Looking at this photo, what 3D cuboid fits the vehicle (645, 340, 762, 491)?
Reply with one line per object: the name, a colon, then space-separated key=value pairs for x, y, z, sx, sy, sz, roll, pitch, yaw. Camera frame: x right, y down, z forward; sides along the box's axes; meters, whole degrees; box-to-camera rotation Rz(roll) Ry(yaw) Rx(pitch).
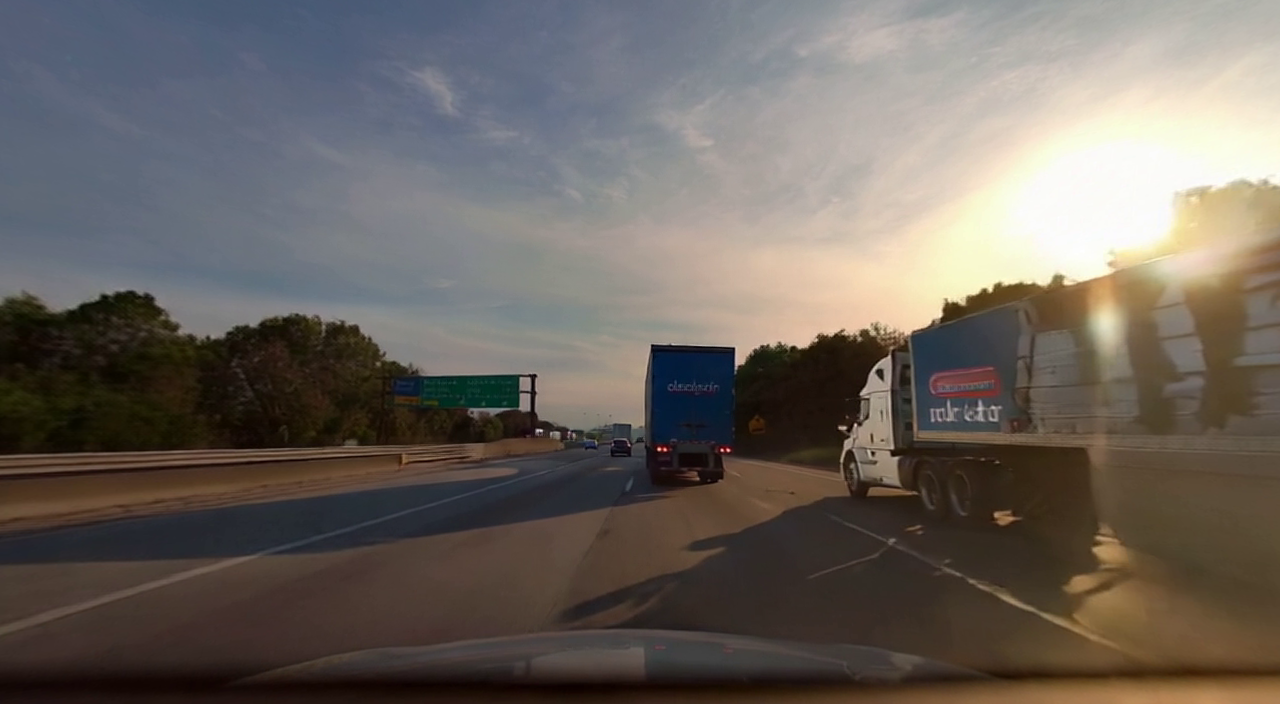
vehicle: x=1.648 y=2.270 z=21.067 sx=2.920 sy=3.860 sz=10.035 roll=0 pitch=-8 yaw=0
